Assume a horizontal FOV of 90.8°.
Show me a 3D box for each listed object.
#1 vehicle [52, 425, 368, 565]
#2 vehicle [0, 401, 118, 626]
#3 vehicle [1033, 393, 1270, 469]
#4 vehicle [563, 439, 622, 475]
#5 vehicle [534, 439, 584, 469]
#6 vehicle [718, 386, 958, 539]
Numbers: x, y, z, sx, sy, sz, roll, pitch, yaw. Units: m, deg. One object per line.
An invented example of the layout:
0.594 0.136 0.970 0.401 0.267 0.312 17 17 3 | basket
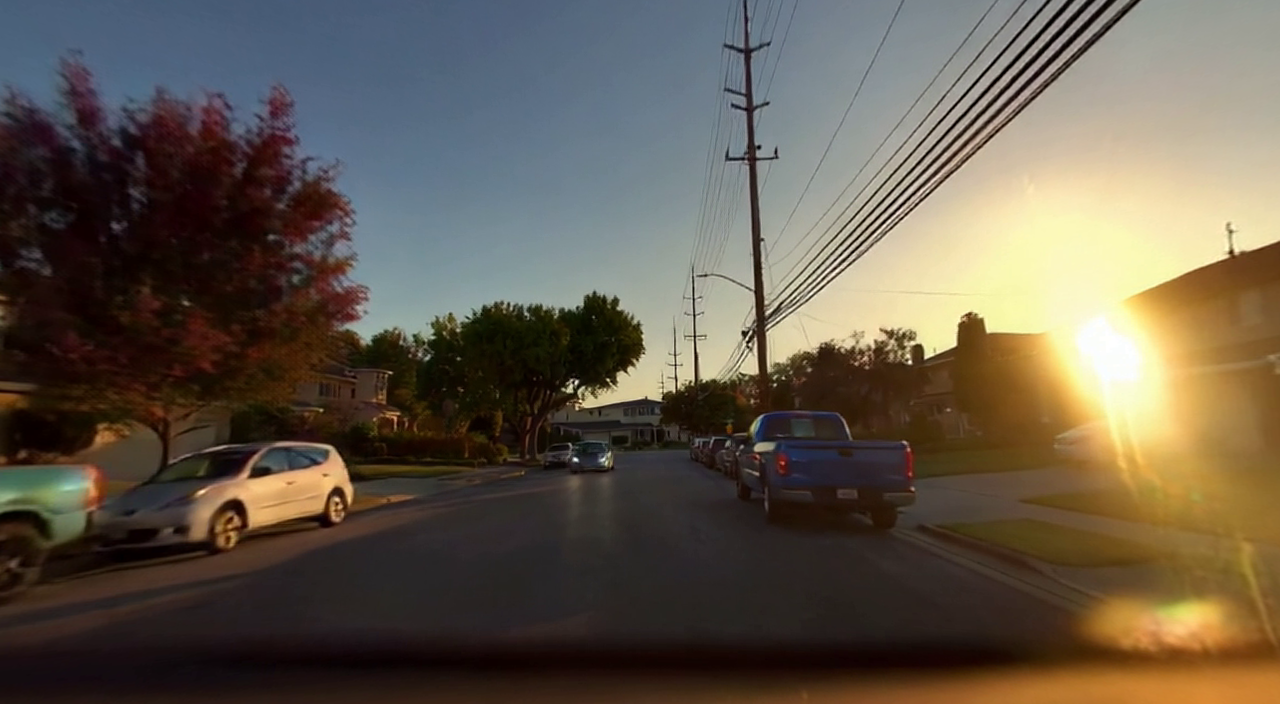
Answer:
-6.547 2.180 10.454 1.930 1.784 4.474 0 -8 2 | vehicle
-6.739 1.225 4.275 2.252 1.944 4.714 0 -8 1 | vehicle
14.340 2.275 17.975 4.778 1.903 2.205 -1 -8 -1 | vehicle
-2.134 4.889 29.699 2.213 1.548 4.370 -1 -8 3 | vehicle
-5.098 6.495 40.359 2.226 1.768 4.780 -1 -8 4 | vehicle
3.012 1.934 11.683 2.437 2.015 6.511 0 -8 1 | vehicle
